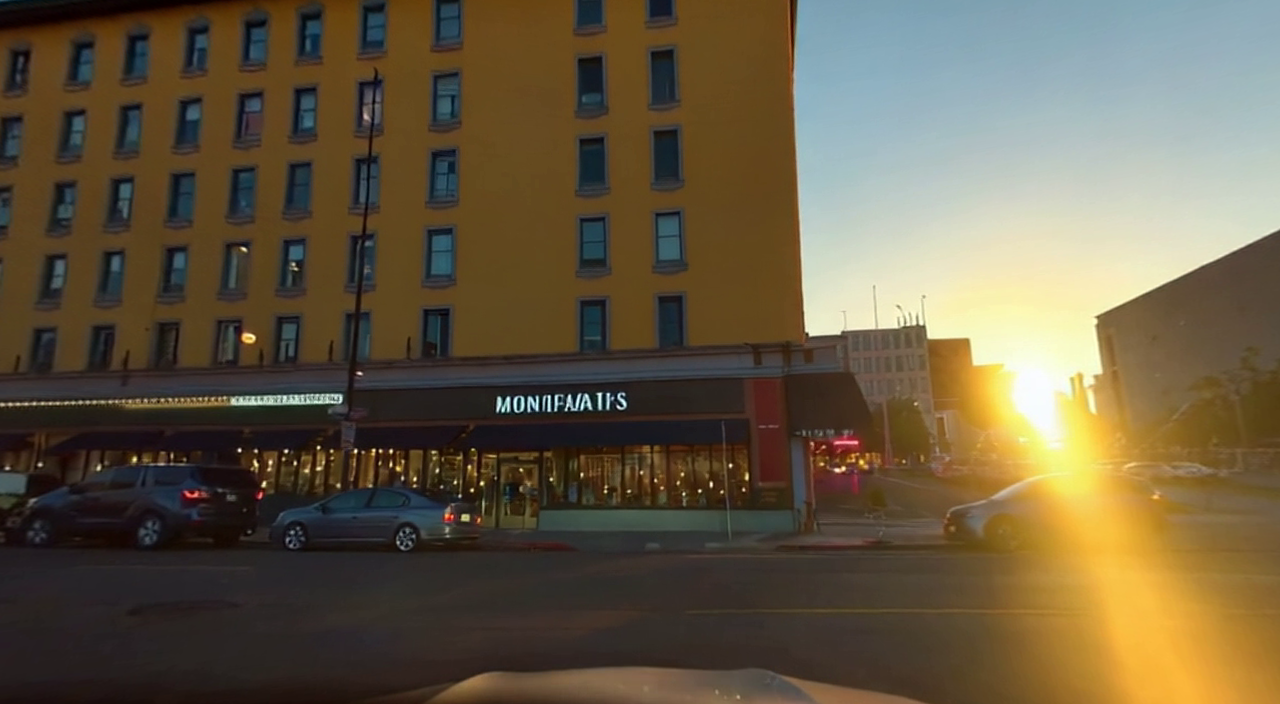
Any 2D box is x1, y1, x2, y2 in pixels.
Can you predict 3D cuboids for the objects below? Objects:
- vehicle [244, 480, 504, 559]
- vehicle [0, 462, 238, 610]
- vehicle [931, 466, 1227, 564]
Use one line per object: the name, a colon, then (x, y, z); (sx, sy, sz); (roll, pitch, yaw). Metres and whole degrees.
vehicle: (-5.596, 3.541, 13.633); (4.830, 1.421, 1.826); (-1, -8, 7)
vehicle: (-7.797, 2.161, 7.993); (4.330, 1.458, 1.932); (-2, -8, 11)
vehicle: (8.528, 3.192, 12.669); (4.410, 1.687, 1.834); (-1, -8, 5)
